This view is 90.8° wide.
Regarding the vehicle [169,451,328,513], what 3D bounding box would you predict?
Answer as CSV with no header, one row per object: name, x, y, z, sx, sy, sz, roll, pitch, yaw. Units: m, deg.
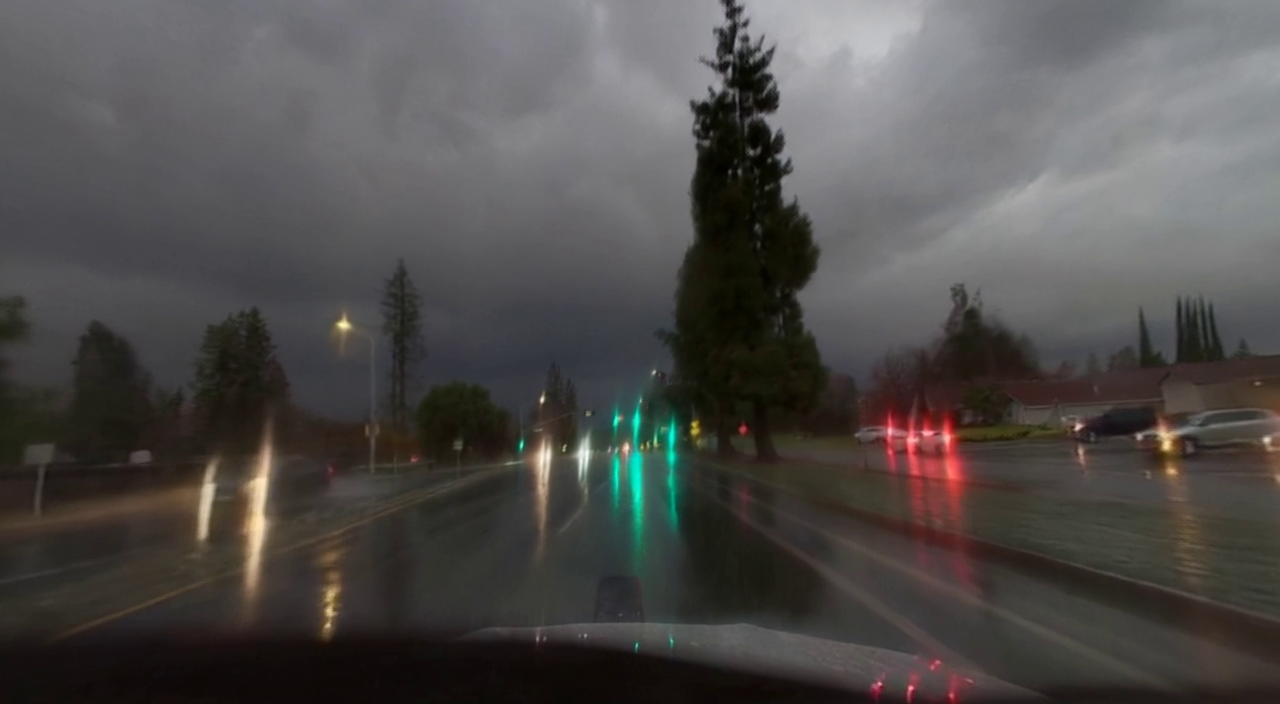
vehicle,-11.756,3.892,19.381,1.999,1.618,4.217,-1,-9,3

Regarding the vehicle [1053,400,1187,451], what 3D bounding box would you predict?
vehicle,22.678,3.511,29.979,4.512,1.837,2.059,-6,-8,-2

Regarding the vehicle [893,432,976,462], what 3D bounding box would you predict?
vehicle,15.505,5.043,33.607,1.882,1.446,4.741,0,-9,-4

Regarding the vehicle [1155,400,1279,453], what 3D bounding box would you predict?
vehicle,22.208,2.733,23.083,4.896,1.839,1.962,-1,-8,2
